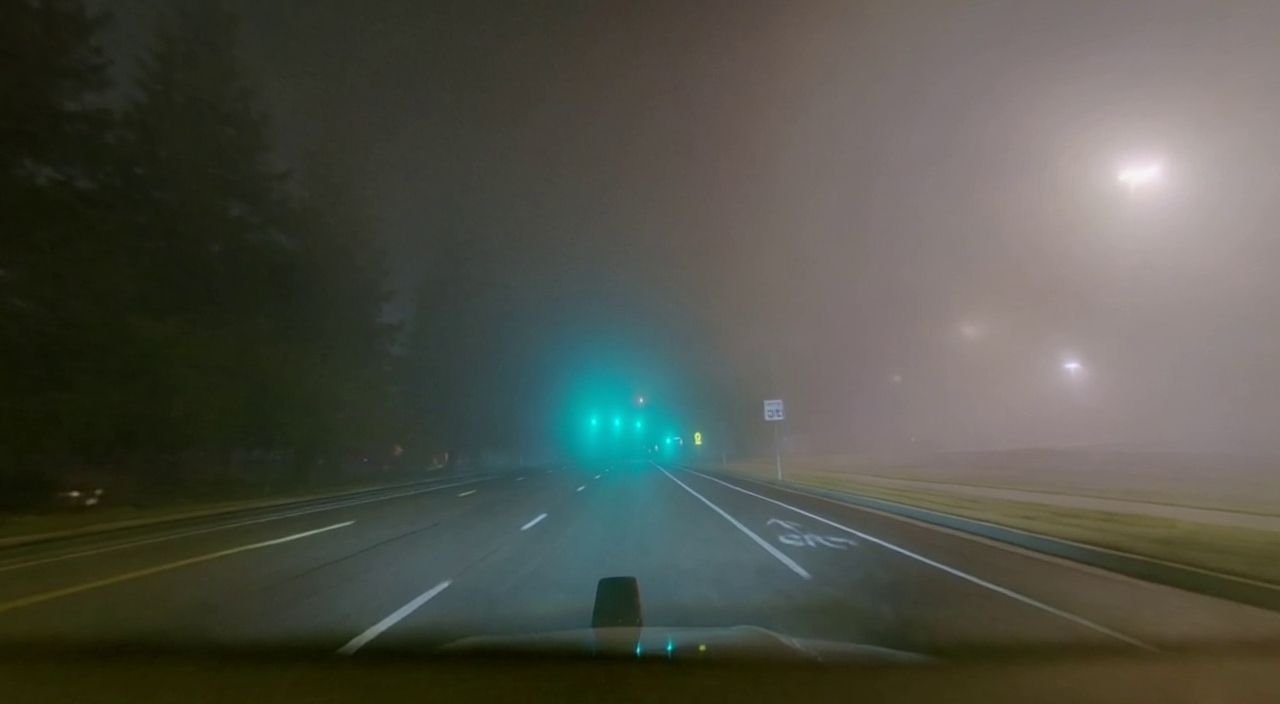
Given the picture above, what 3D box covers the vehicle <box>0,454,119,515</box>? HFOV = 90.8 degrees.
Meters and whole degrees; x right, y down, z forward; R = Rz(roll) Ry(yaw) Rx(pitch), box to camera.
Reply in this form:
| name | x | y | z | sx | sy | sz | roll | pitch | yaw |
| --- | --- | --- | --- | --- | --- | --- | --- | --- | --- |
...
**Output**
| name | x | y | z | sx | sy | sz | roll | pitch | yaw |
| --- | --- | --- | --- | --- | --- | --- | --- | --- | --- |
| vehicle | -20.223 | 4.209 | 20.370 | 4.761 | 1.812 | 2.206 | 0 | -9 | -1 |
